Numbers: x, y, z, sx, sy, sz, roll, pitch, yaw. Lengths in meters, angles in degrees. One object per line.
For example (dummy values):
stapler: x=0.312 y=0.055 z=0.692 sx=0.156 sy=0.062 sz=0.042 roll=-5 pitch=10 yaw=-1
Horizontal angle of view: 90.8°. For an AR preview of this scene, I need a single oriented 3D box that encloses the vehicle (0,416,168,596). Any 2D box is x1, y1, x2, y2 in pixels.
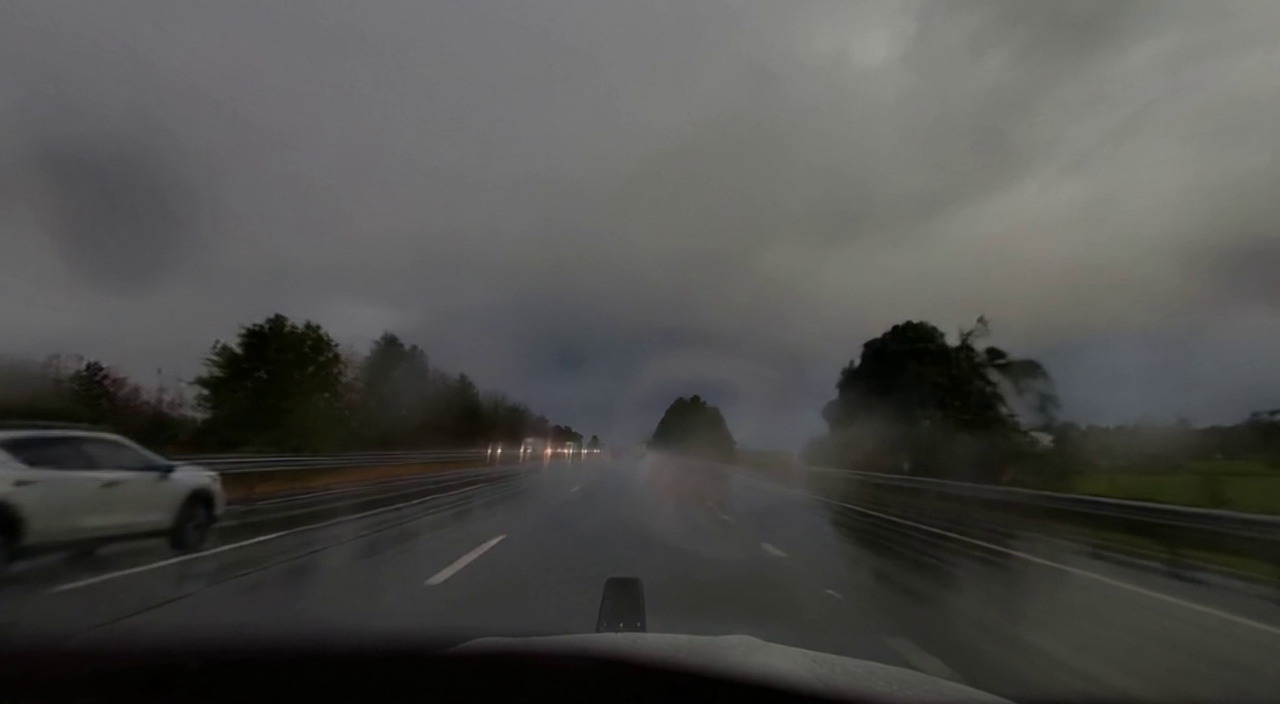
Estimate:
vehicle: x=-7.047 y=1.427 z=5.787 sx=2.115 sy=1.664 sz=4.259 roll=0 pitch=-9 yaw=0
